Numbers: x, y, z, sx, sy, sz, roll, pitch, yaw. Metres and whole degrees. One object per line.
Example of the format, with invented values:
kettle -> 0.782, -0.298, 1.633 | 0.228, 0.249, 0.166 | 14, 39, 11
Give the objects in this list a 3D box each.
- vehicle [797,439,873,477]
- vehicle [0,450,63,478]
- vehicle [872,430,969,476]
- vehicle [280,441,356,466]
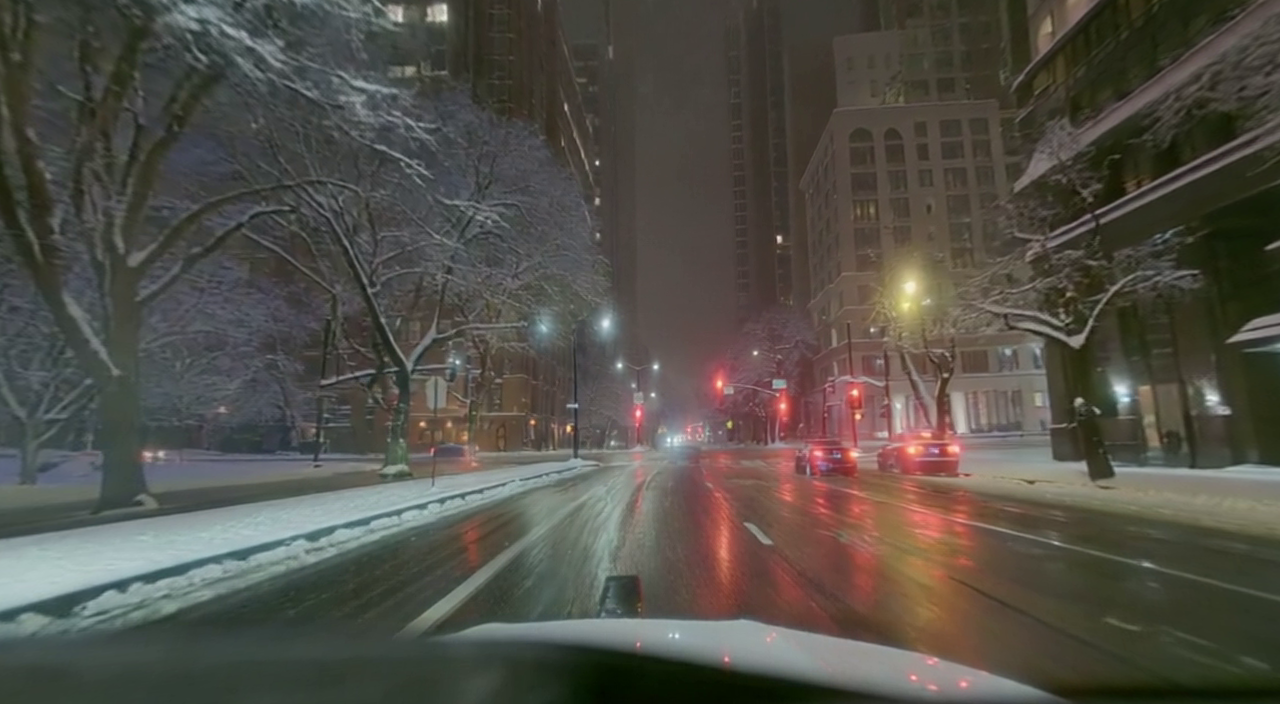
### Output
vehicle -> 8.361, 4.570, 27.615 | 1.936, 1.489, 4.885 | -1, -9, 2
vehicle -> -34.672, 6.099, 34.470 | 4.417, 1.448, 1.907 | 0, -9, 0
vehicle -> 11.919, 4.336, 27.274 | 2.027, 1.810, 4.854 | 0, -9, 1
vehicle -> -25.027, 7.900, 49.213 | 4.779, 1.910, 2.125 | -1, -9, 7
